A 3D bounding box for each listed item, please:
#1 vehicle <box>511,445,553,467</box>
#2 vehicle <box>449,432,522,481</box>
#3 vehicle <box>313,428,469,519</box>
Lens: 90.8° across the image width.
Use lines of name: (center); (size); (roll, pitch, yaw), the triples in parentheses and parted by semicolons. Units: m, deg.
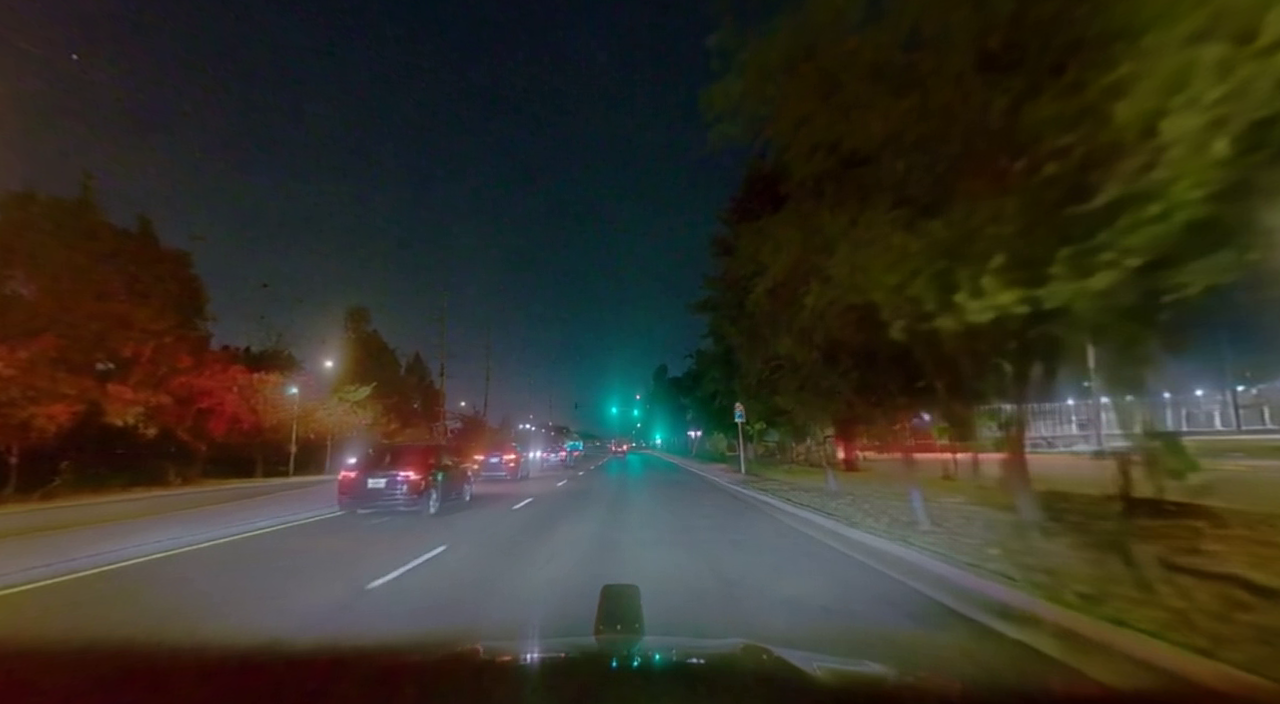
vehicle: (-7.515, 7.298, 44.459); (2.030, 1.482, 4.818); (0, -9, 0)
vehicle: (-6.398, 4.390, 26.804); (2.337, 1.862, 4.924); (1, -9, -6)
vehicle: (-5.276, 2.613, 14.066); (2.041, 1.698, 4.094); (1, -9, -5)
